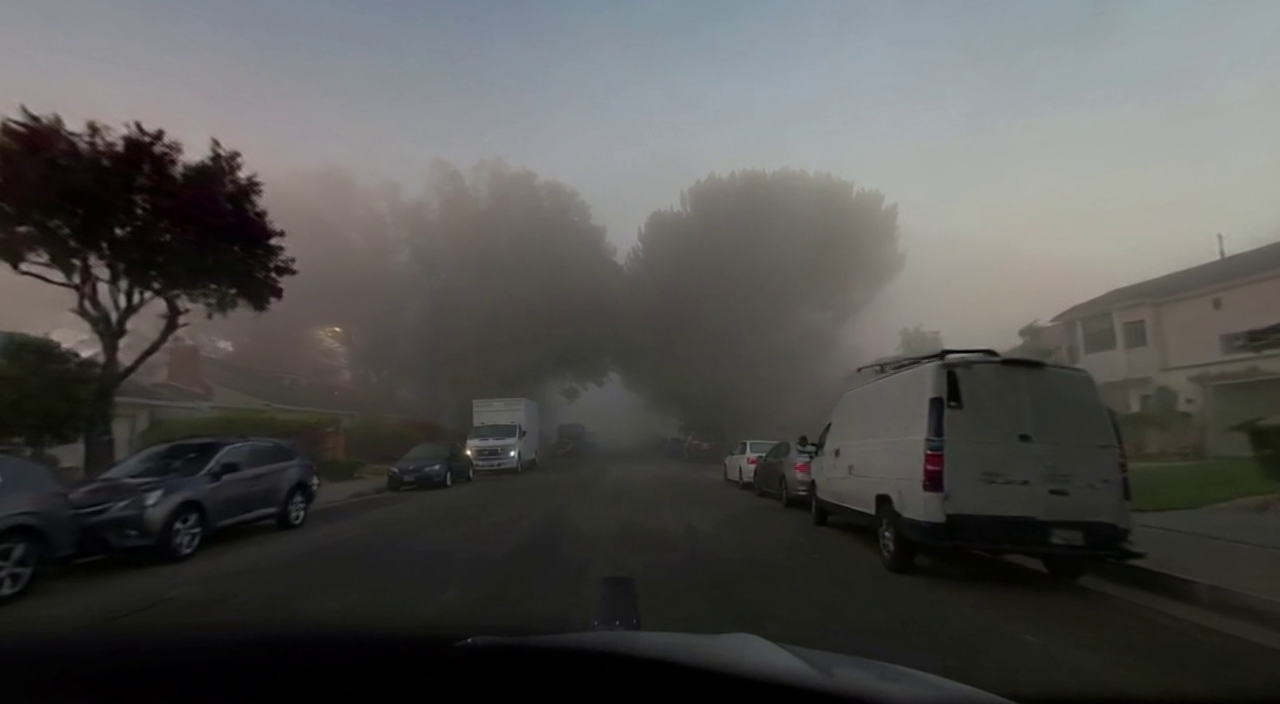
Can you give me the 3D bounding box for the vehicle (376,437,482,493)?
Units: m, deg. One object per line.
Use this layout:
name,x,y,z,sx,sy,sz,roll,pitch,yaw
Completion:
vehicle,-6.259,3.357,19.216,1.921,1.470,4.068,0,-8,-1

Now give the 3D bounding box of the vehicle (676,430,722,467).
vehicle,3.146,5.218,34.413,1.965,1.855,4.677,0,-8,-1

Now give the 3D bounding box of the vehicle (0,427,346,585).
vehicle,-6.053,1.924,8.747,1.818,1.563,4.483,-1,-9,0

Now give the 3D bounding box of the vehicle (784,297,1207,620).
vehicle,3.371,1.106,7.408,2.215,2.542,4.550,-2,-7,0

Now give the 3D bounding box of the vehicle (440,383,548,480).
vehicle,-6.105,3.522,27.883,2.896,3.648,8.004,0,-8,0
